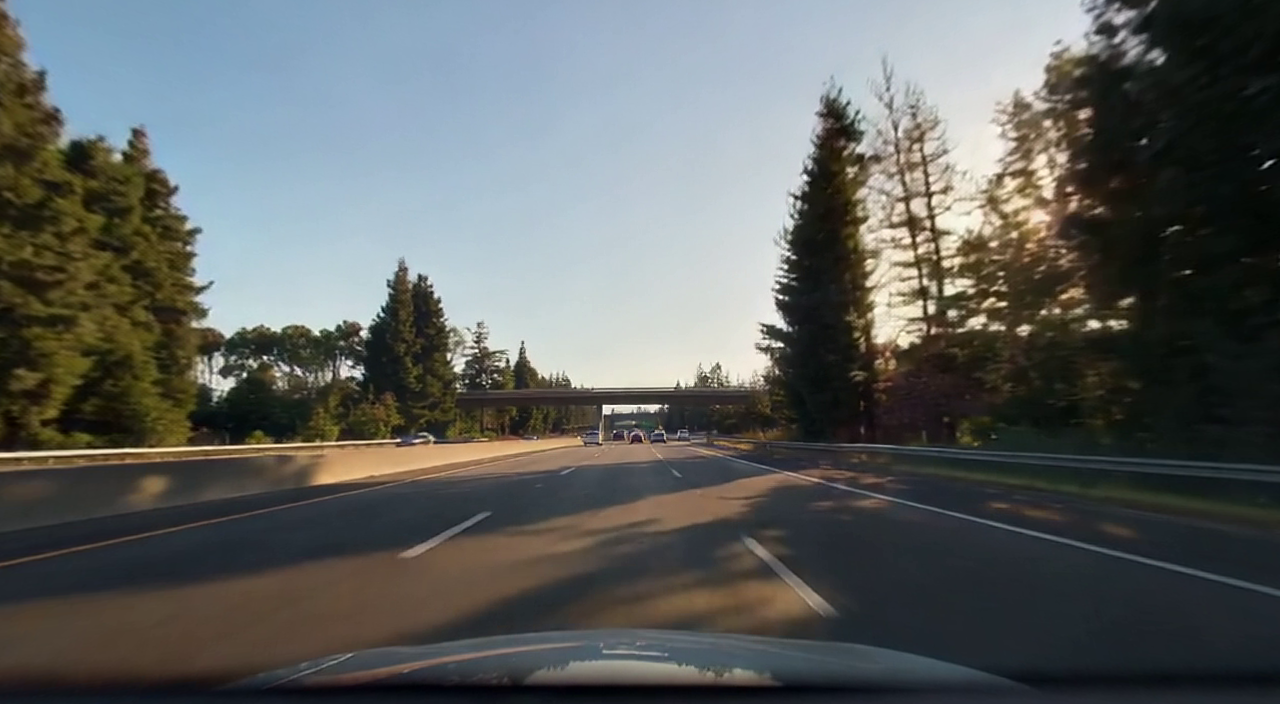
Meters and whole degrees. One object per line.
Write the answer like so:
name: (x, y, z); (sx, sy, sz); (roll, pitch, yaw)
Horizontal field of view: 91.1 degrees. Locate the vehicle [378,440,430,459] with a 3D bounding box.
vehicle: (-17.169, 7.094, 45.999); (2.058, 1.339, 4.443); (0, -8, 0)
